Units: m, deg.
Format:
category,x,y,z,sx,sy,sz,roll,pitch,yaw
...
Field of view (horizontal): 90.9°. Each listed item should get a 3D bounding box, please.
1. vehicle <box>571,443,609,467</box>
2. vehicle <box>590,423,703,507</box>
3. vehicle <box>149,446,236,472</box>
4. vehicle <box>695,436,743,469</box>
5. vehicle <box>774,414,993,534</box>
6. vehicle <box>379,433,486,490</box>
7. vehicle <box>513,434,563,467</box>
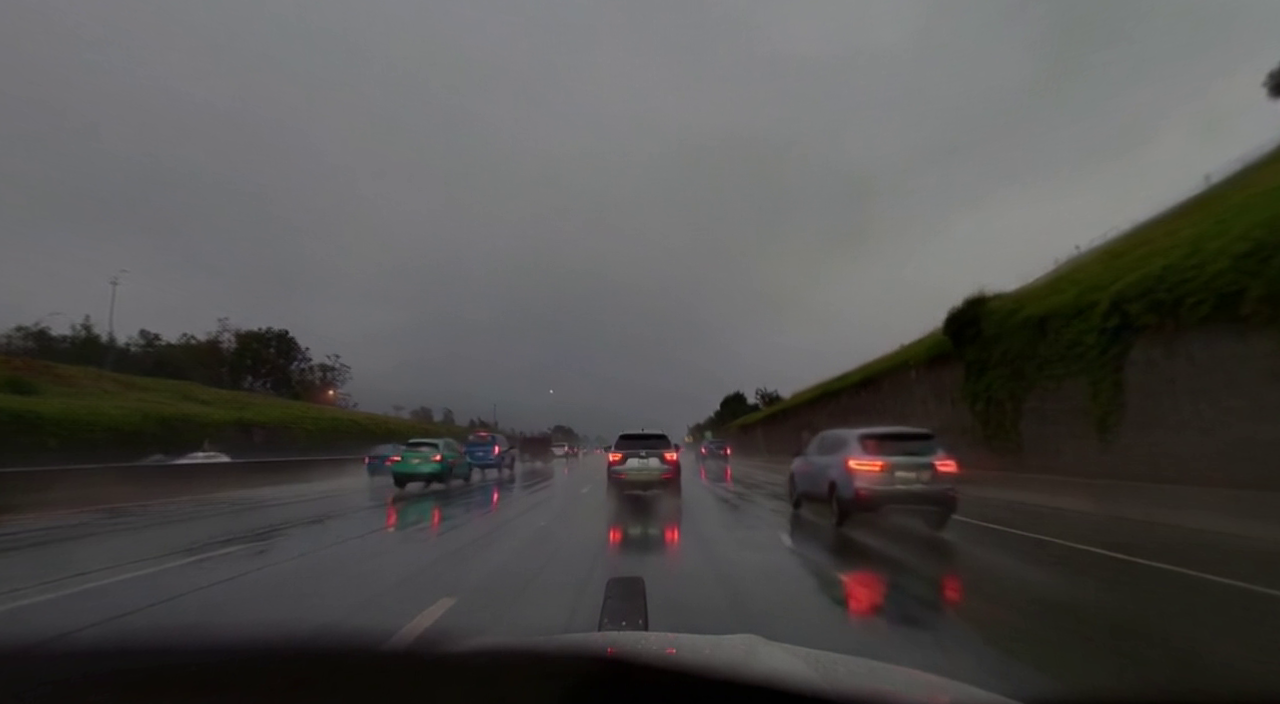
category,x,y,z,sx,sy,sz,roll,pitch,yaw
vehicle,-3.147,6.573,40.427,2.108,1.442,4.143,0,-9,0
vehicle,0.154,2.785,15.930,2.447,1.804,4.273,0,-9,0
vehicle,-28.330,6.775,40.153,1.944,1.510,4.728,0,-9,2
vehicle,4.757,6.167,38.953,2.204,1.852,5.845,0,-9,0
vehicle,4.014,2.115,11.473,2.092,1.723,4.629,0,-9,0
vehicle,-6.787,3.631,21.228,2.024,1.706,4.462,0,-9,1
vehicle,-6.463,6.352,40.735,2.294,1.982,5.040,0,-9,1
